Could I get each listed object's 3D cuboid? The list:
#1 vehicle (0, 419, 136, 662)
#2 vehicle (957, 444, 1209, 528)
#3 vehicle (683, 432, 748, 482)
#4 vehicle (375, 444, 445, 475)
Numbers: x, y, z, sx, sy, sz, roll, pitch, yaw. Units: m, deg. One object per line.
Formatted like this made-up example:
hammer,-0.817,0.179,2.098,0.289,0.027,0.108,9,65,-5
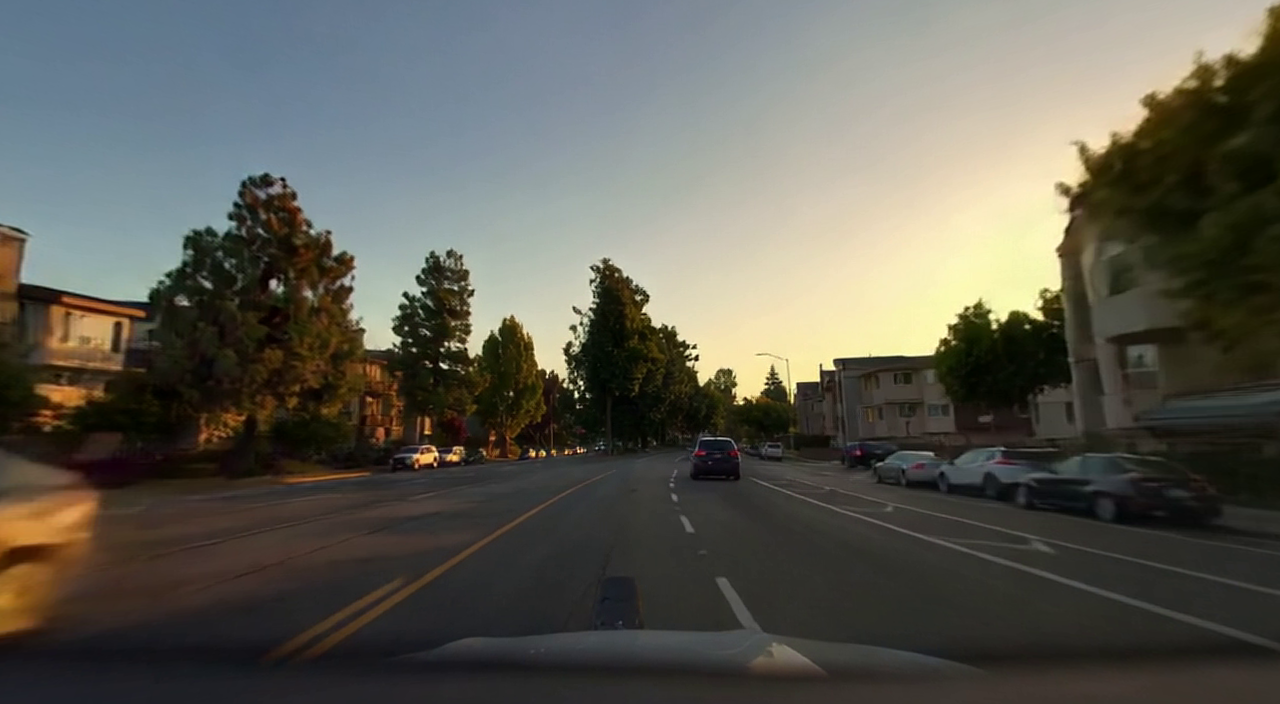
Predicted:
vehicle,-4.985,1.006,2.779,1.958,1.501,4.294,0,-8,0
vehicle,9.146,2.748,13.732,1.996,1.474,4.771,0,-8,0
vehicle,2.883,4.106,25.022,2.085,1.763,4.490,0,-8,1
vehicle,-16.219,7.560,44.967,2.239,1.926,6.159,-2,-8,5
